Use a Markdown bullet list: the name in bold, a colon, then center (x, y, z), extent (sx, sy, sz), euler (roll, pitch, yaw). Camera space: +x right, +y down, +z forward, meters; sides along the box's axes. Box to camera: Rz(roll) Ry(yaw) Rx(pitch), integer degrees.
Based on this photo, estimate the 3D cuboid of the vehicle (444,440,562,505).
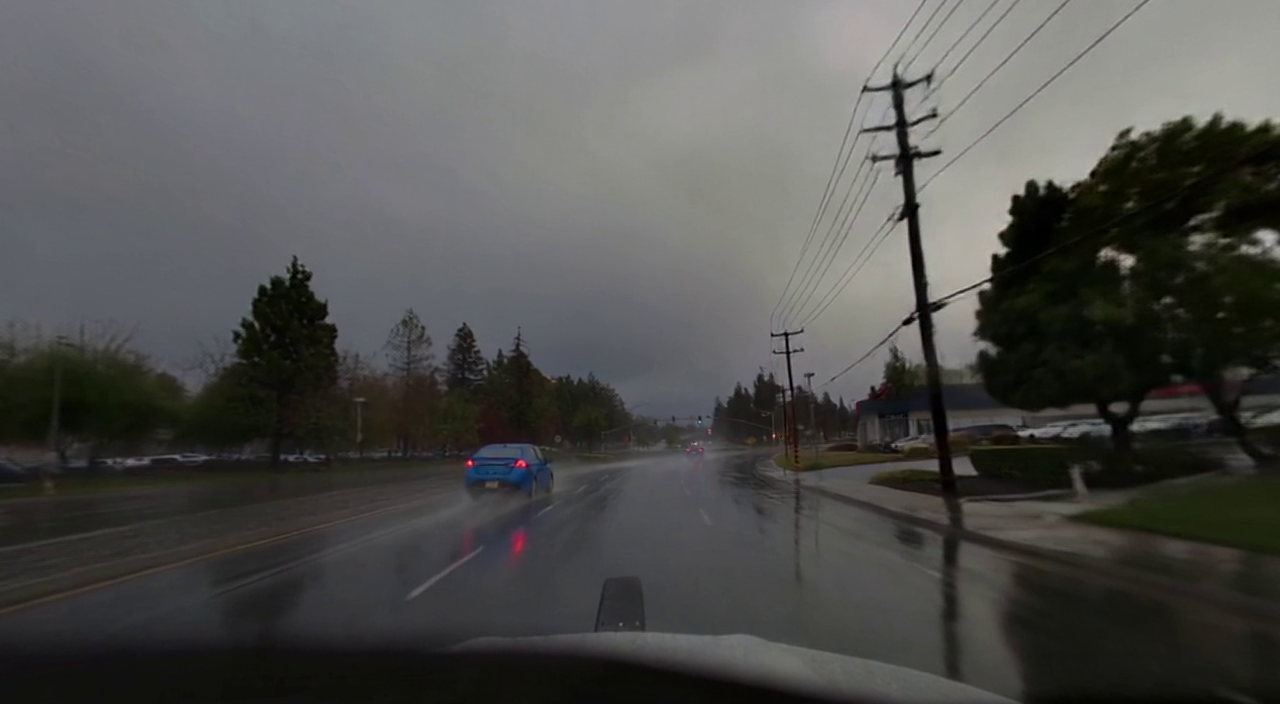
- **vehicle**: center (-3.485, 3.156, 17.076), extent (1.928, 1.488, 4.635), euler (0, -8, 3)
